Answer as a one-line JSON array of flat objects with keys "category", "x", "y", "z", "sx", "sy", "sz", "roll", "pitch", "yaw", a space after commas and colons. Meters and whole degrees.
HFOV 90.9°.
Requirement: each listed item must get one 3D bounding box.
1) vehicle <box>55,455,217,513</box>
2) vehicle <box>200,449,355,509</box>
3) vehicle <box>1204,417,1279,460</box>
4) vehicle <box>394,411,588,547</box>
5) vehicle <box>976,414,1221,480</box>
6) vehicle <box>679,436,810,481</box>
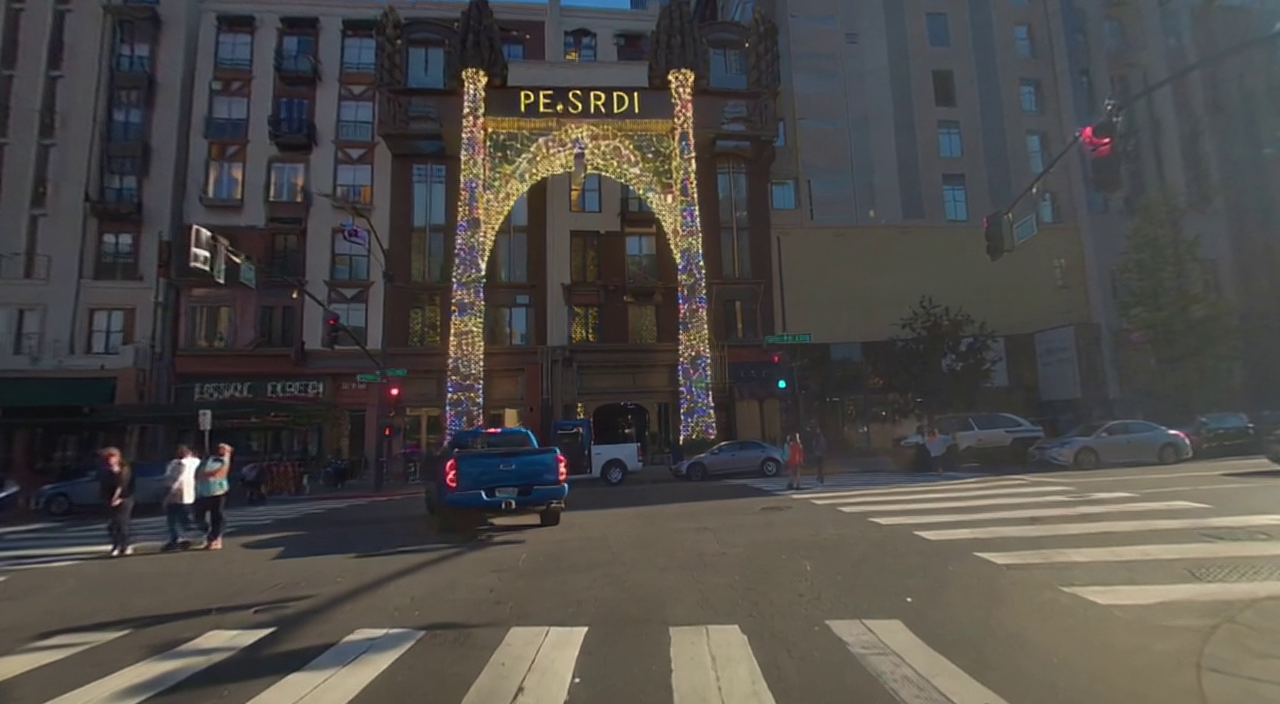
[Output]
[{"category": "vehicle", "x": -19.259, "y": 5.037, "z": 24.253, "sx": 4.398, "sy": 2.057, "sz": 1.959, "roll": 0, "pitch": -8, "yaw": -2}, {"category": "vehicle", "x": -13.871, "y": 4.869, "z": 24.340, "sx": 4.799, "sy": 1.909, "sz": 2.011, "roll": -3, "pitch": -7, "yaw": 2}, {"category": "vehicle", "x": 25.306, "y": 3.460, "z": 25.167, "sx": 3.662, "sy": 1.666, "sz": 1.937, "roll": 0, "pitch": -8, "yaw": -1}, {"category": "vehicle", "x": -3.232, "y": 2.346, "z": 12.522, "sx": 2.477, "sy": 2.020, "sz": 5.534, "roll": 4, "pitch": -9, "yaw": -26}, {"category": "vehicle", "x": 11.172, "y": 2.344, "z": 15.600, "sx": 4.600, "sy": 1.506, "sz": 1.878, "roll": 0, "pitch": -8, "yaw": -2}, {"category": "vehicle", "x": 3.724, "y": 3.898, "z": 23.182, "sx": 4.515, "sy": 1.583, "sz": 1.920, "roll": 0, "pitch": -8, "yaw": 2}]
